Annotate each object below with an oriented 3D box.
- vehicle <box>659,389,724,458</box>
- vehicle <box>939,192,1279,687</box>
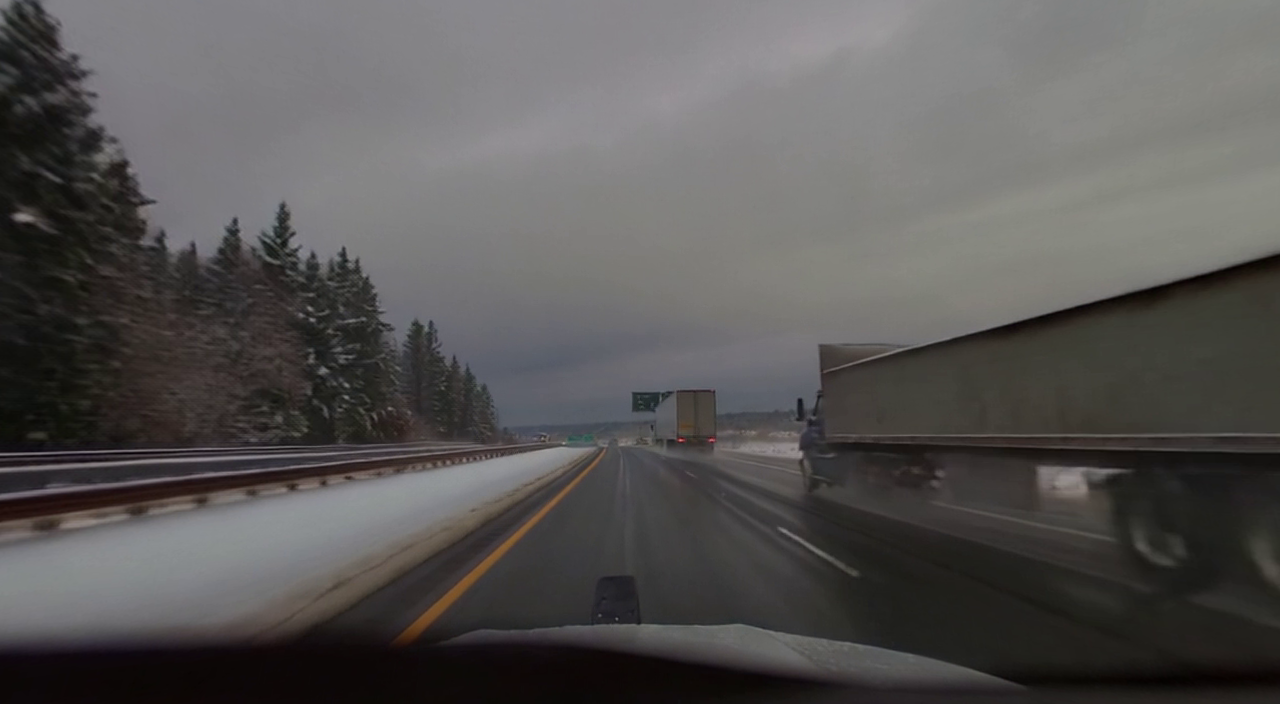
[{"bbox_3d":[3.217,5.065,43.352,2.974,4.003,12.849,1,-8,-2],"label":"vehicle"},{"bbox_3d":[4.900,0.546,3.976,2.741,2.716,6.323,0,-8,-2],"label":"vehicle"}]
